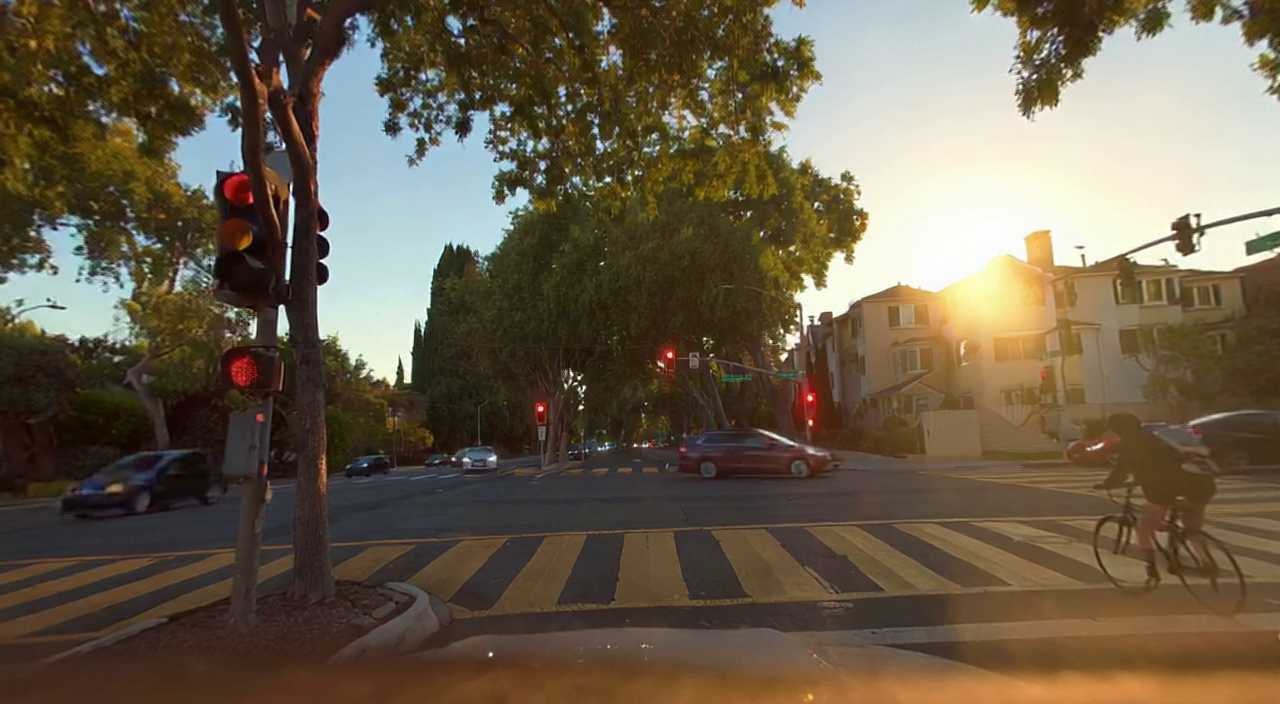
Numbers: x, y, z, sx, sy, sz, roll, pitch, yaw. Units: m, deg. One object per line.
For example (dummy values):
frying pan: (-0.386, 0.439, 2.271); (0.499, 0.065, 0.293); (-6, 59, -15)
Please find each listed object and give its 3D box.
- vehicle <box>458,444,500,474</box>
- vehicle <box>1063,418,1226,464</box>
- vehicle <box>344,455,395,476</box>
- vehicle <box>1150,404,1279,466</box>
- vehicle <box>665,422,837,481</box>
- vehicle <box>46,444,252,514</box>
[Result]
vehicle: (-8.712, 5.814, 34.491); (2.017, 1.496, 4.749); (2, -9, -12)
vehicle: (17.332, 3.081, 21.805); (3.969, 1.493, 1.823); (-1, -9, 1)
vehicle: (-20.766, 8.680, 48.543); (1.872, 1.455, 4.576); (0, -9, 1)
vehicle: (18.168, 2.383, 18.038); (5.217, 1.673, 2.006); (-1, -9, 2)
vehicle: (3.641, 3.318, 21.041); (5.188, 1.731, 2.191); (-5, -10, 30)
vehicle: (-14.268, 3.678, 18.865); (2.093, 1.769, 4.971); (0, -9, 1)
